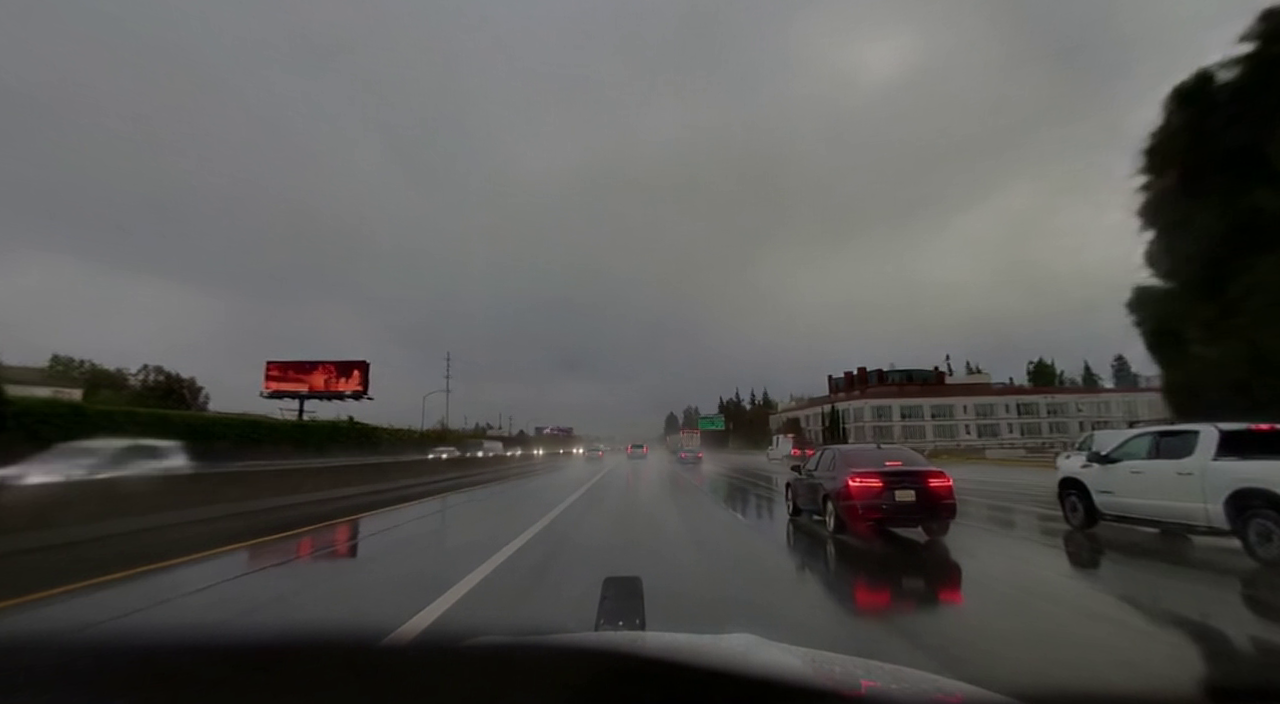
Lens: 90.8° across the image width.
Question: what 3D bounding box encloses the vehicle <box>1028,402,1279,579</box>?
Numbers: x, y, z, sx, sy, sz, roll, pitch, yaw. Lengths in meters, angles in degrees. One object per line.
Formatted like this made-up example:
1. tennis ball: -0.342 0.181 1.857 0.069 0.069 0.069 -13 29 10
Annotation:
1. vehicle: 7.614 1.666 8.047 2.176 1.793 4.841 0 -9 -1

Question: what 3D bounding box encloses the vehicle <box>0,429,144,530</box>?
1. vehicle: -11.445 2.113 10.508 2.031 1.625 5.415 0 -9 -1

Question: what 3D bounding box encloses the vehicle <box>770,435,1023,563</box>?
1. vehicle: 3.542 2.114 9.876 1.987 1.509 4.512 0 -9 -1
